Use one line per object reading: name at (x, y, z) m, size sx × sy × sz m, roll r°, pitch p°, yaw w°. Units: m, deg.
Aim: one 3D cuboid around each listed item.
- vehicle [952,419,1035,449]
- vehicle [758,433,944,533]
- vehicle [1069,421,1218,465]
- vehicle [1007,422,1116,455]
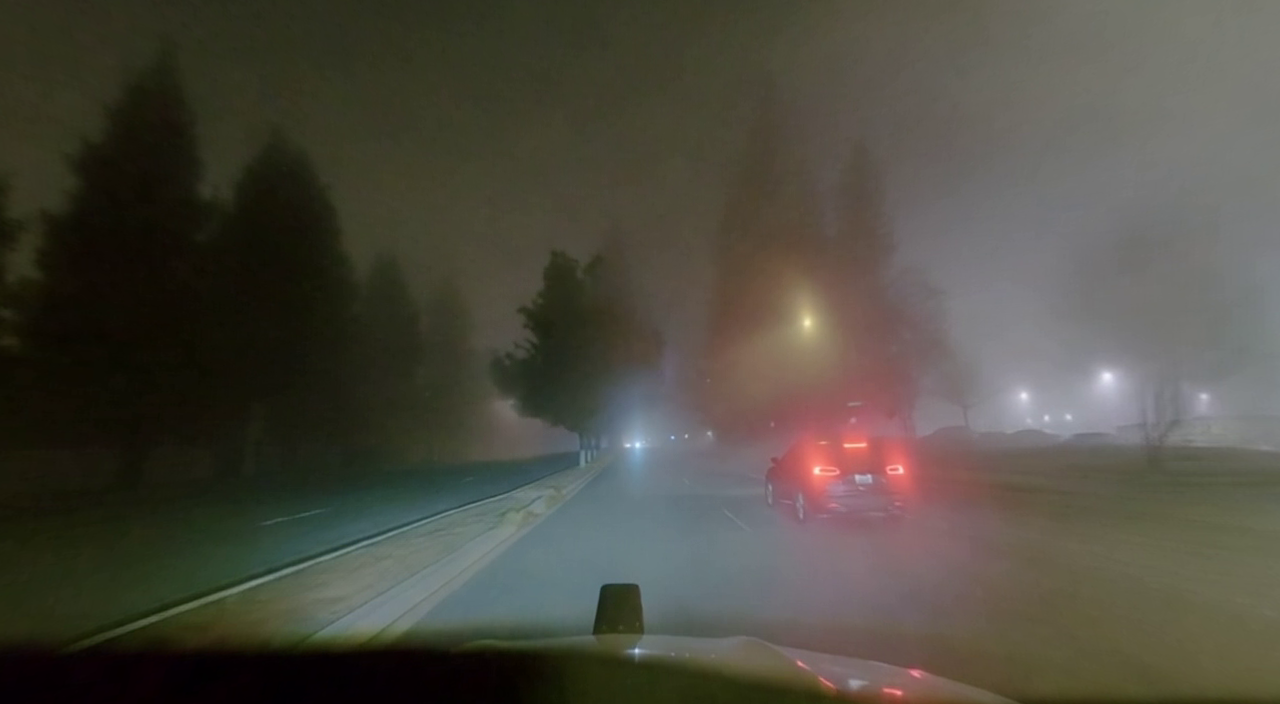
vehicle at (25.577, 5.984, 45.858) m, size 4.733 × 2.074 × 2.022 m, roll 0°, pitch -9°, yaw -1°
vehicle at (3.518, 2.256, 11.439) m, size 1.852 × 1.453 × 4.083 m, roll 0°, pitch -9°, yaw -1°
vehicle at (25.424, 4.575, 32.058) m, size 5.672 × 1.841 × 2.092 m, roll -3°, pitch -7°, yaw 0°
vehicle at (24.691, 5.109, 37.185) m, size 4.672 × 1.810 × 2.367 m, roll 0°, pitch -9°, yaw -1°
